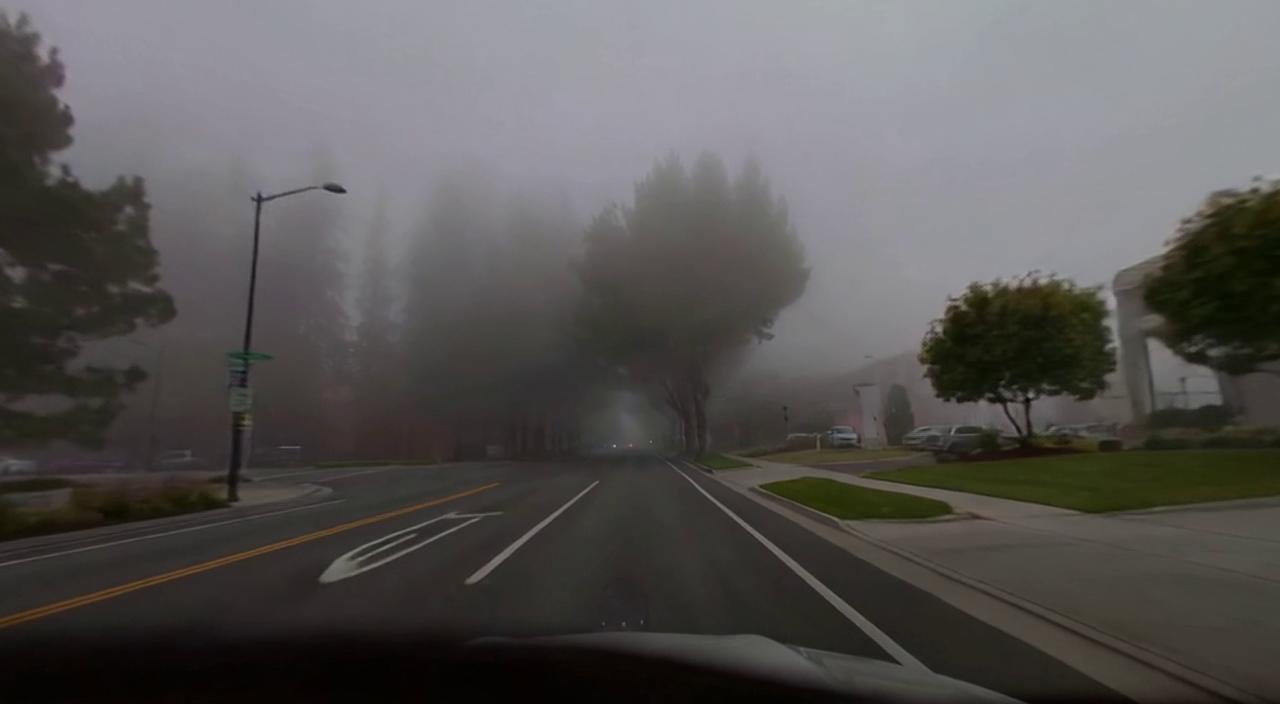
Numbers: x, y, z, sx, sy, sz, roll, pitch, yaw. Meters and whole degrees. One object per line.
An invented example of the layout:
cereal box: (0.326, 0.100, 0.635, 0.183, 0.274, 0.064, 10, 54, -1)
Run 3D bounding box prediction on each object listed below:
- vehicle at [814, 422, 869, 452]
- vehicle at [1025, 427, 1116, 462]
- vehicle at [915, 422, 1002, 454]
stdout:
vehicle: (11.891, 5.099, 37.531, 2.036, 1.636, 4.995, 0, -8, 5)
vehicle: (20.691, 4.465, 30.504, 1.766, 1.560, 3.695, 0, -8, 0)
vehicle: (15.307, 4.193, 30.568, 1.866, 1.420, 4.447, 0, -9, 0)
